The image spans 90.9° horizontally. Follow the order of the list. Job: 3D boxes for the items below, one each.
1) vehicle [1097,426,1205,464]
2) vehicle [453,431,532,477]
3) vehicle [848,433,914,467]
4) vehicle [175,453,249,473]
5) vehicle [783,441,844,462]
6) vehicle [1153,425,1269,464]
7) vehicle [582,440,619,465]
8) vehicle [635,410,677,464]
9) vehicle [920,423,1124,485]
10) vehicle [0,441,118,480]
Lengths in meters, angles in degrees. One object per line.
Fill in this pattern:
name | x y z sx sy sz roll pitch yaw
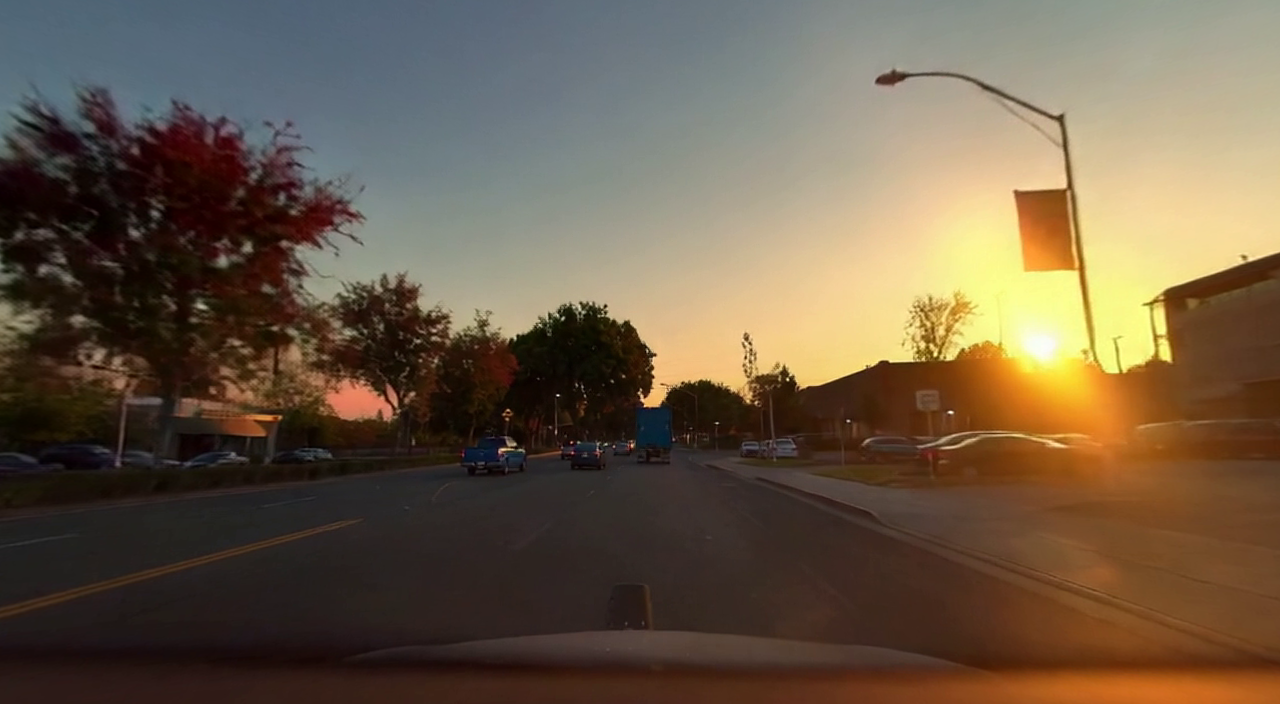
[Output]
vehicle | 26.127 4.805 32.434 1.983 1.815 4.297 0 -8 2
vehicle | -6.597 4.634 28.898 2.149 1.893 5.187 -1 -8 2
vehicle | 12.616 5.163 33.310 1.880 1.642 4.523 0 -8 2
vehicle | -33.627 8.726 49.587 4.409 1.480 2.092 -1 -9 3
vehicle | 12.928 7.434 47.116 4.031 1.468 1.738 0 -8 0
vehicle | 29.009 4.741 32.235 1.993 1.847 4.222 0 -8 1
vehicle | -2.709 7.018 44.178 2.114 1.663 4.381 0 -8 2
vehicle | 1.135 6.494 47.798 2.905 3.644 8.441 0 -8 1
vehicle | 10.443 2.819 17.493 4.346 1.595 1.964 0 -9 0
vehicle | -34.125 6.213 36.198 6.188 2.110 2.333 -1 -9 3
